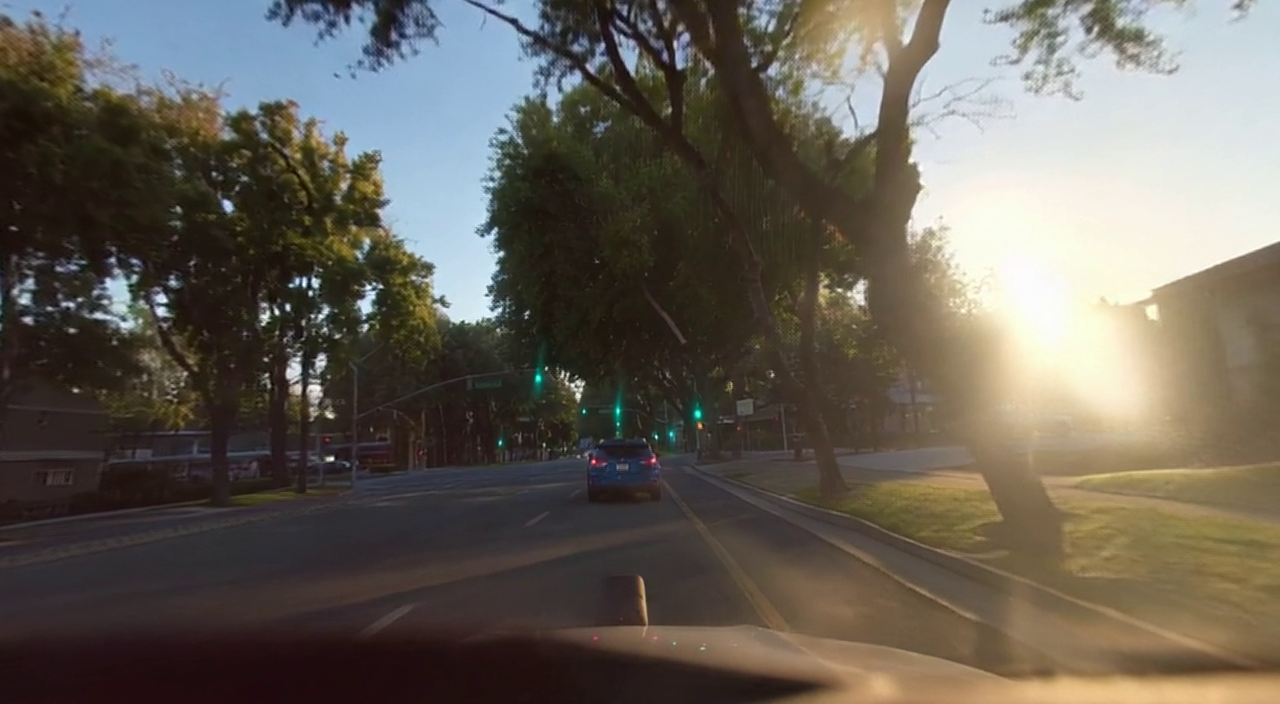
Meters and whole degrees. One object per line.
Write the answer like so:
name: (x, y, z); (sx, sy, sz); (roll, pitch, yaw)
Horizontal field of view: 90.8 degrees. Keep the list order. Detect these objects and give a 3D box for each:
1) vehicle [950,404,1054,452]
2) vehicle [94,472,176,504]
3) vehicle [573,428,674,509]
vehicle: (16.393, 3.559, 29.004); (2.039, 1.990, 5.111); (-1, -9, 5)
vehicle: (-28.537, 7.672, 35.878); (1.771, 1.435, 4.144); (-7, -9, -9)
vehicle: (-0.394, 2.775, 15.458); (2.136, 1.703, 3.910); (0, -9, -1)
